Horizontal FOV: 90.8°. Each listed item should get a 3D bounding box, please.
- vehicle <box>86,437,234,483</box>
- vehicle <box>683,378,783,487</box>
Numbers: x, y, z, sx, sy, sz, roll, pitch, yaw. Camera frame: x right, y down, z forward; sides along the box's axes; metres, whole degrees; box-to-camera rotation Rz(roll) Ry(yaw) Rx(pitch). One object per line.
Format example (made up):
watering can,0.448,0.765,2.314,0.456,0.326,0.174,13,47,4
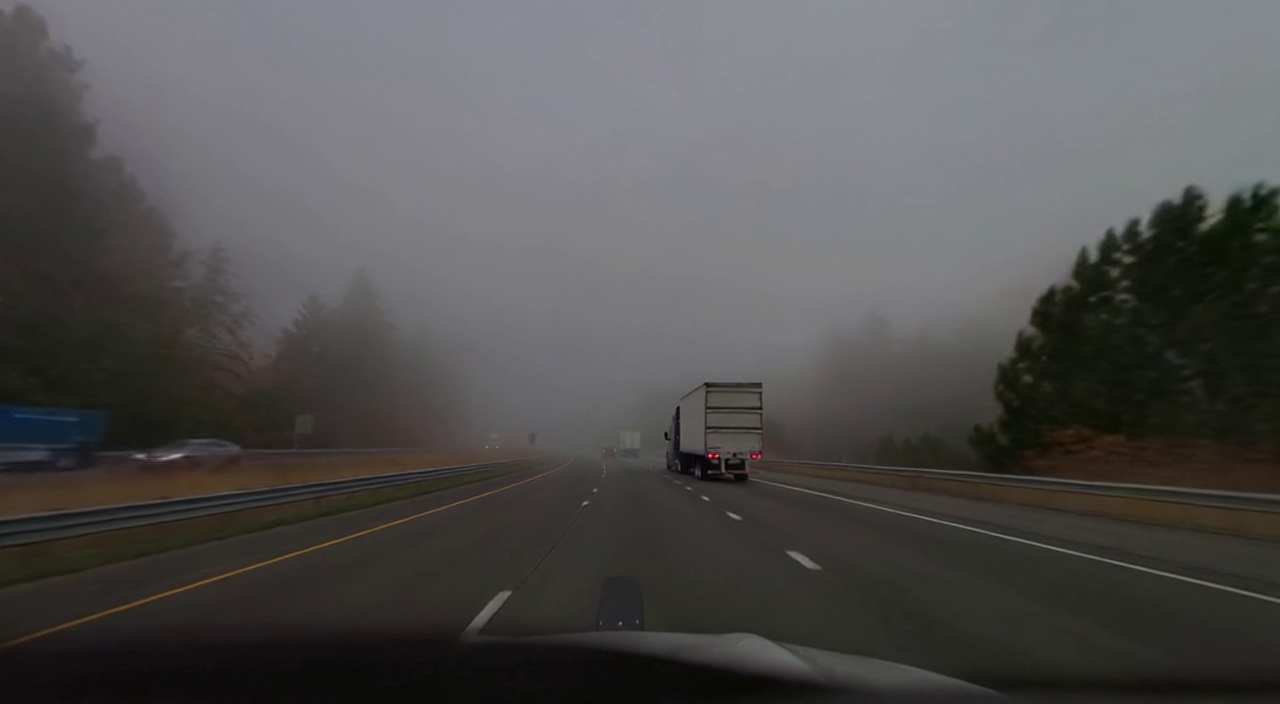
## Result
vehicle,-17.618,3.992,23.496,1.978,1.503,4.537,0,-9,-1
vehicle,3.759,3.646,27.834,2.826,4.035,8.369,1,-9,-2
